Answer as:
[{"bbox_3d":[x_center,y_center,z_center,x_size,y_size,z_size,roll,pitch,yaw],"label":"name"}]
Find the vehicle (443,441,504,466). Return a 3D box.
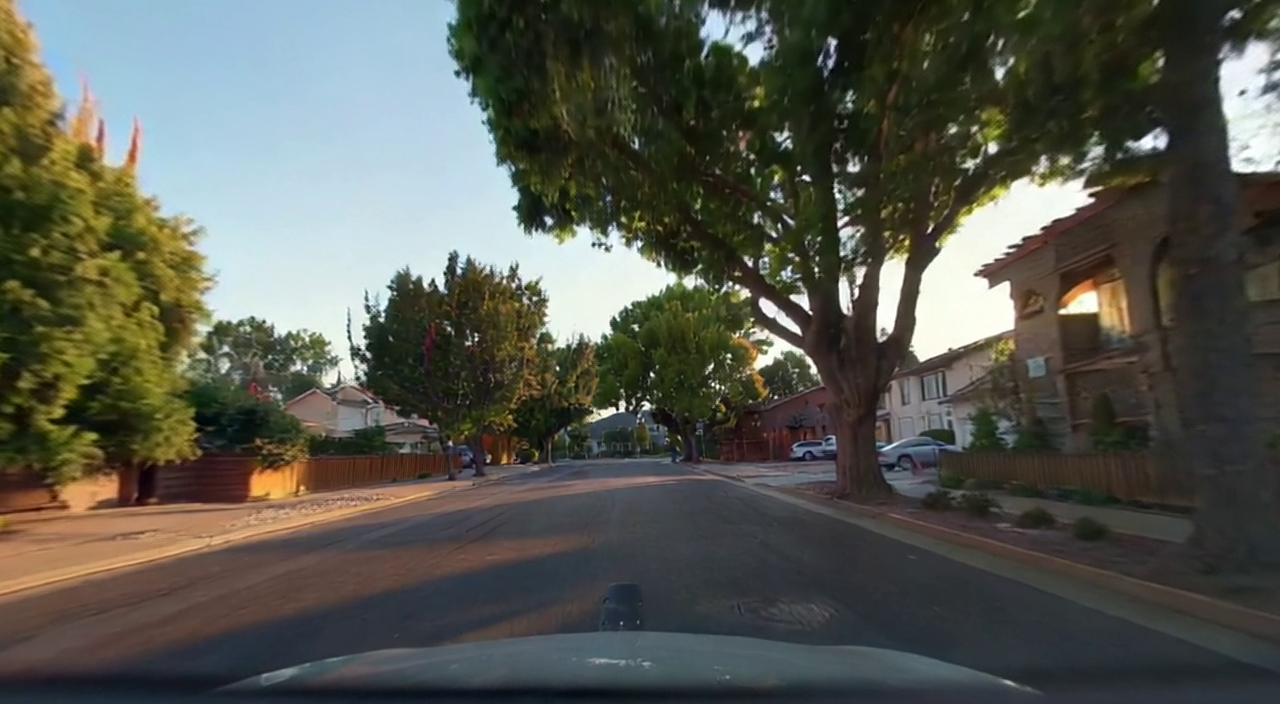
[{"bbox_3d":[-12.741,7.727,48.252,4.656,1.835,2.039,-7,-11,37],"label":"vehicle"}]

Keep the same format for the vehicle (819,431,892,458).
[{"bbox_3d":[14.287,6.181,42.124,4.261,1.725,1.955,-2,-8,11],"label":"vehicle"}]

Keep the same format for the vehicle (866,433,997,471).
[{"bbox_3d":[11.751,4.066,25.711,4.415,1.457,1.797,0,-9,1],"label":"vehicle"}]
